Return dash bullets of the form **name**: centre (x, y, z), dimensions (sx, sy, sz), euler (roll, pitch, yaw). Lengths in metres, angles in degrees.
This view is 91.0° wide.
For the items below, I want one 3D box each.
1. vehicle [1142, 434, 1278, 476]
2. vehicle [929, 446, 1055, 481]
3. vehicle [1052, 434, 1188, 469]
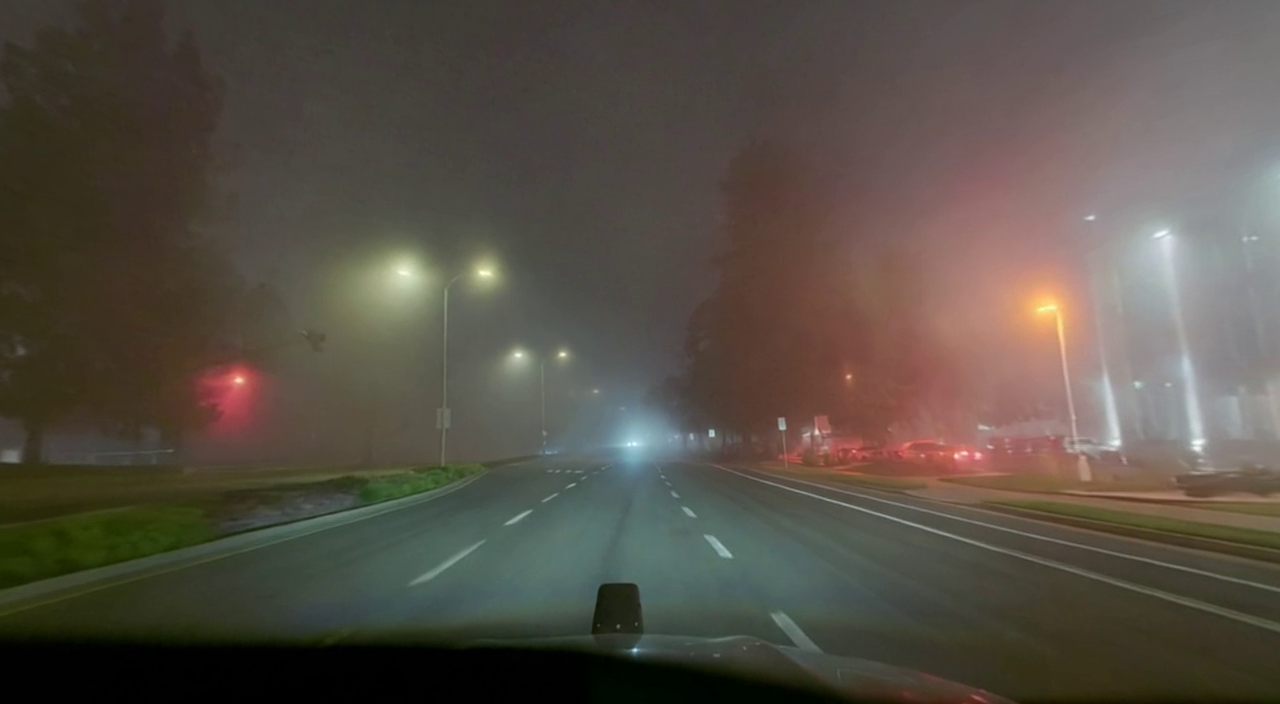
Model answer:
- **vehicle**: centre (27.500, 4.963, 30.484), dimensions (4.627, 1.659, 1.882), euler (-3, -7, 0)
- **vehicle**: centre (15.395, 4.902, 27.718), dimensions (4.331, 1.469, 2.008), euler (0, -9, 2)
- **vehicle**: centre (26.927, 5.604, 35.492), dimensions (5.663, 1.895, 2.229), euler (-1, -9, 3)
